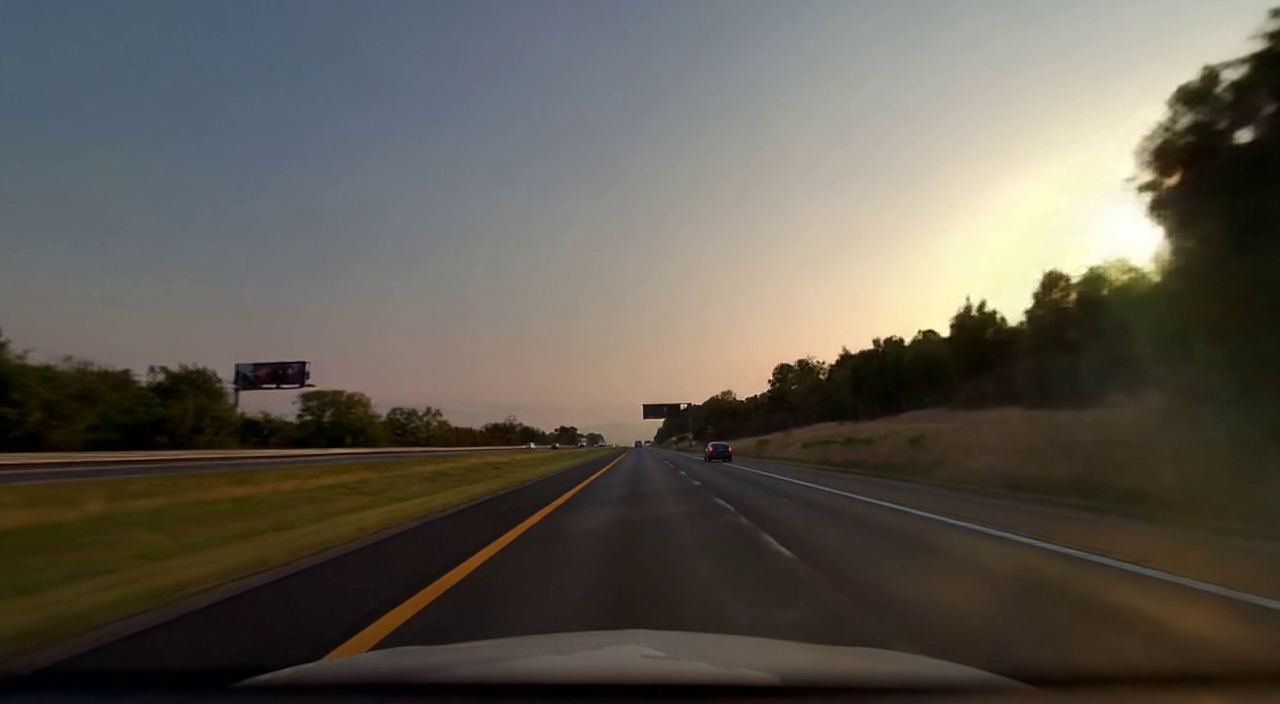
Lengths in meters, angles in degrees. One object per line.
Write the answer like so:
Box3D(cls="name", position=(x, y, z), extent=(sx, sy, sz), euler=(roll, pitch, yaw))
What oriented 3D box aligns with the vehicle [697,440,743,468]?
Box3D(cls="vehicle", position=(4.599, 5.937, 36.823), extent=(2.012, 1.476, 4.256), euler=(0, -9, -2))
